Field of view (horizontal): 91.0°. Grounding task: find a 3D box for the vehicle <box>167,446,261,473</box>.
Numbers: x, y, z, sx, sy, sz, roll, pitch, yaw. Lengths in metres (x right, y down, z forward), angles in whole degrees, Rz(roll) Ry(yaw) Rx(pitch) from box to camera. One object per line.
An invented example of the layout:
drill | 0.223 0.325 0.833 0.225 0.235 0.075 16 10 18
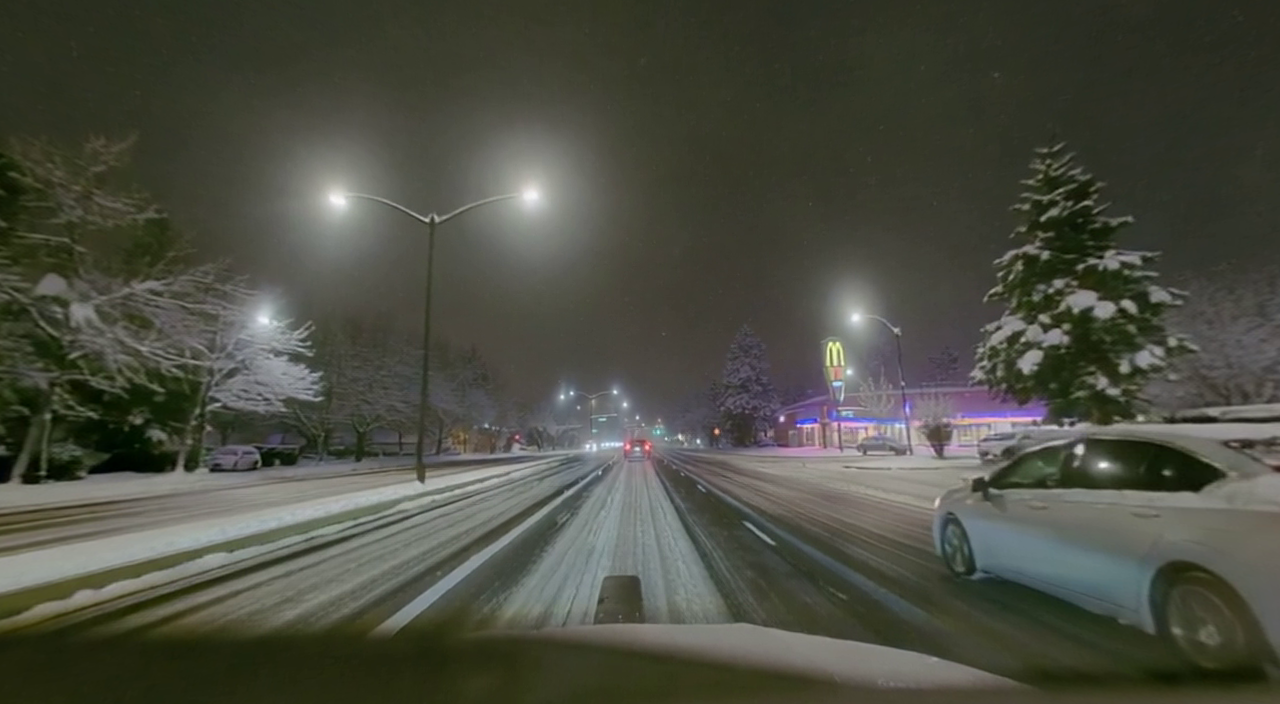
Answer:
vehicle | -27.264 6.877 40.386 4.519 1.712 1.932 0 -9 0

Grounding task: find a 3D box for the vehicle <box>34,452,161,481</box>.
vehicle | -27.512 5.802 32.029 4.644 1.437 1.827 0 -9 -2

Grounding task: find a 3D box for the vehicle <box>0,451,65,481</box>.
vehicle | -32.720 5.847 32.526 1.950 1.466 4.704 1 -9 -6

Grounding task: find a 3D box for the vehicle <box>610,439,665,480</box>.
vehicle | -0.127 4.202 24.824 1.998 1.452 3.773 0 -9 -1

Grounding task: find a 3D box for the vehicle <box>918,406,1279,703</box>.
vehicle | 3.839 1.129 3.767 2.153 1.456 4.705 0 -9 -1
